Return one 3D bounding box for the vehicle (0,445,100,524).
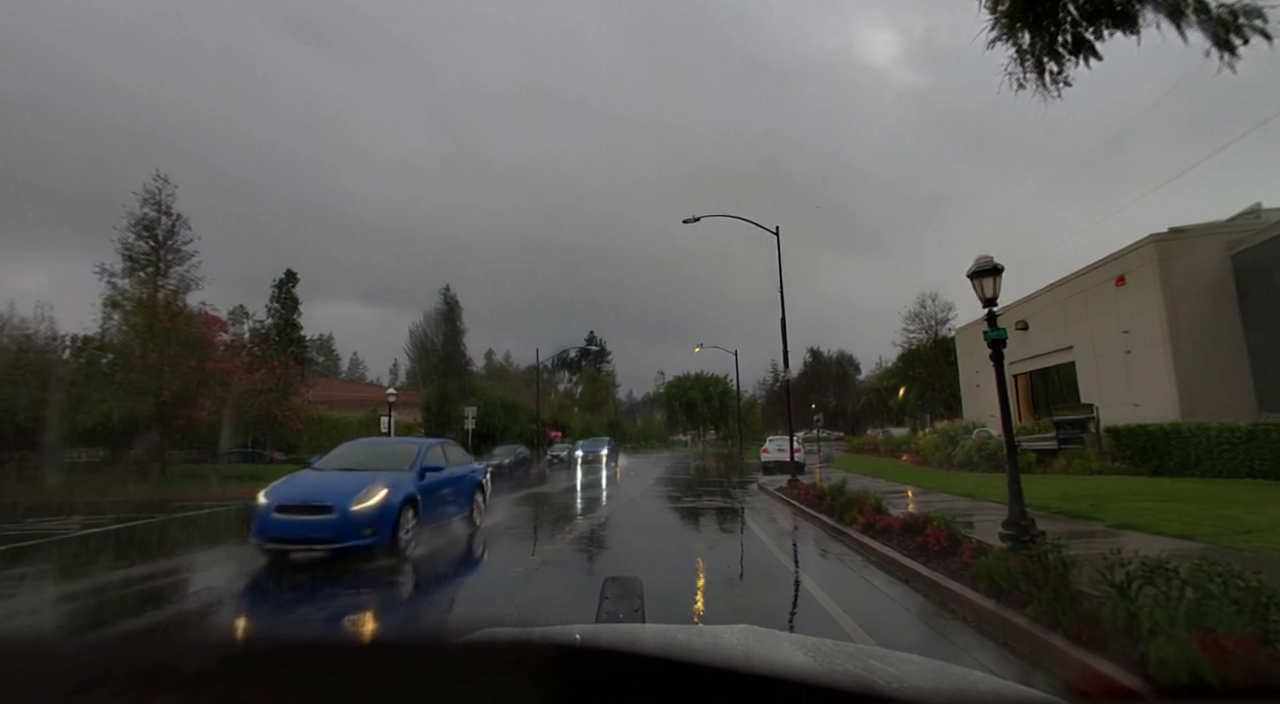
[{"bbox_3d":[-15.164,2.925,14.235,4.106,1.620,2.065,0,-9,2],"label":"vehicle"}]

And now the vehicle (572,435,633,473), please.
[{"bbox_3d":[-1.713,4.878,30.277,2.110,1.651,4.410,-1,-9,7],"label":"vehicle"}]

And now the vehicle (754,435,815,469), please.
[{"bbox_3d":[6.683,4.686,29.722,1.918,1.461,4.419,0,-8,1],"label":"vehicle"}]

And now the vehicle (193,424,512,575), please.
[{"bbox_3d":[-3.417,1.852,8.791,2.056,1.508,4.596,-1,-9,4],"label":"vehicle"}]
